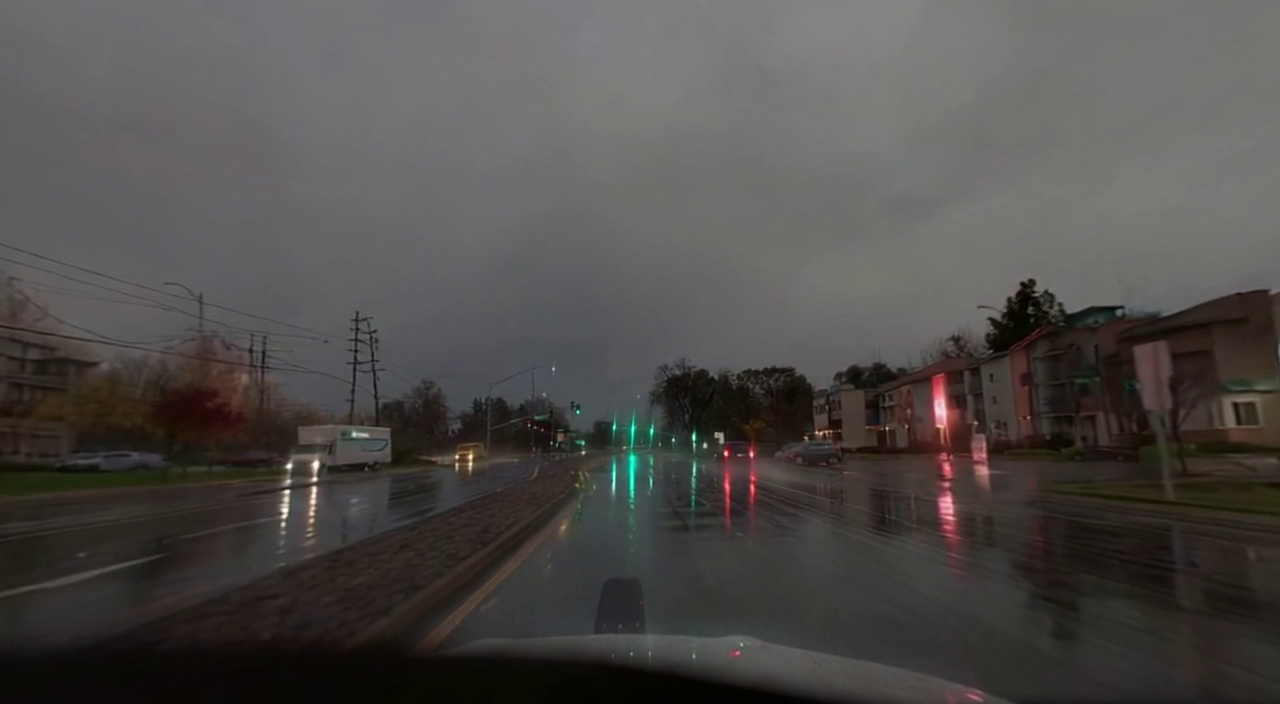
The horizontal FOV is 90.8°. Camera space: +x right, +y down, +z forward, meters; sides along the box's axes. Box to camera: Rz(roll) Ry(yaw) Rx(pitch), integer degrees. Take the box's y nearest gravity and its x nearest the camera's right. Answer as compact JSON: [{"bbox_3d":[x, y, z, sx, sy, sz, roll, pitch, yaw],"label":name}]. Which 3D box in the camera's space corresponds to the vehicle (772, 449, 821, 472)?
[{"bbox_3d":[10.260,7.124,41.656,1.902,1.427,4.458,0,-9,-3],"label":"vehicle"}]

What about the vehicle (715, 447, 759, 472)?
[{"bbox_3d":[5.968,6.681,39.388,1.916,1.437,4.327,0,-9,-2],"label":"vehicle"}]

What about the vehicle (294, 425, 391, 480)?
[{"bbox_3d":[-19.341,6.608,41.659,2.886,3.299,6.838,0,-9,1],"label":"vehicle"}]

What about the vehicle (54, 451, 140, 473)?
[{"bbox_3d":[-37.605,7.608,43.916,1.823,1.460,4.658,0,-9,0],"label":"vehicle"}]

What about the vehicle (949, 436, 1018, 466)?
[{"bbox_3d":[19.813,5.720,36.624,1.815,1.643,3.746,0,-9,-1],"label":"vehicle"}]
